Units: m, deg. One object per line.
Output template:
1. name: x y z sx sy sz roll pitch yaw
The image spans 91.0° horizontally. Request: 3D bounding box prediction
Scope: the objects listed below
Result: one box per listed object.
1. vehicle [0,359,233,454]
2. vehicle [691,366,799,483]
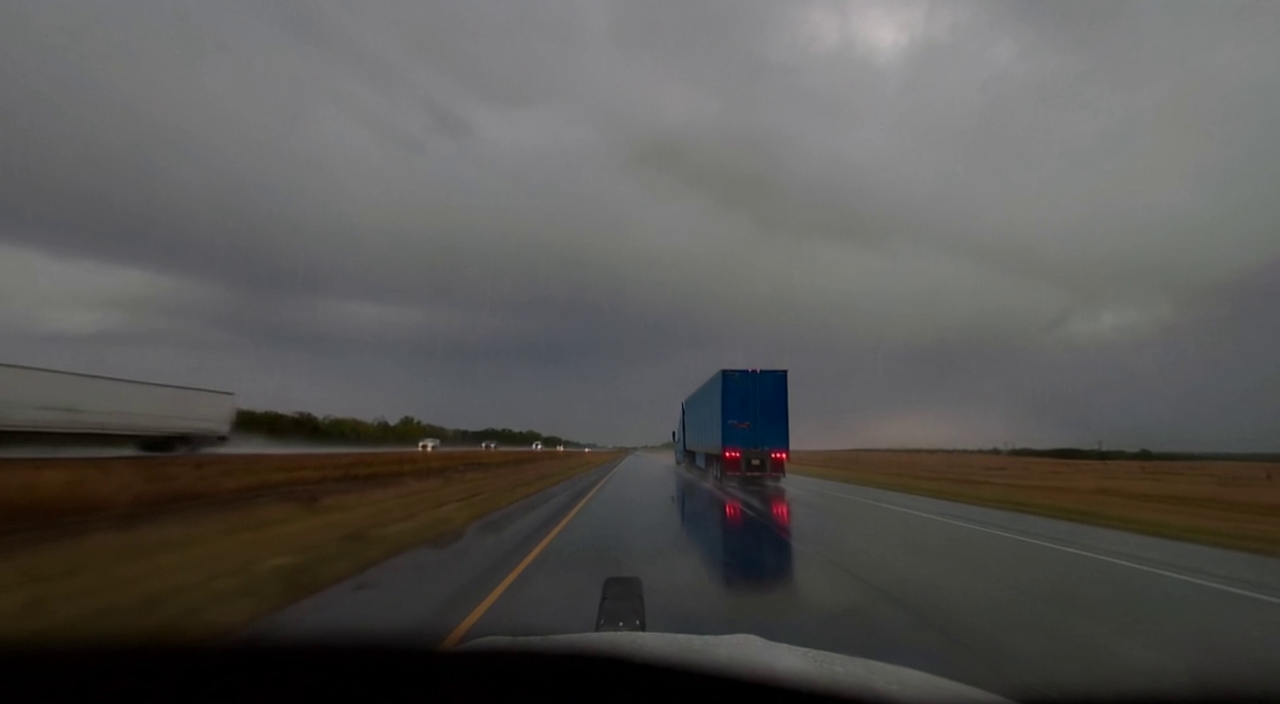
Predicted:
1. vehicle: -29.321 3.501 34.676 2.885 4.071 16.500 0 -9 0
2. vehicle: 4.285 3.568 29.065 2.818 4.206 12.987 0 -9 0
